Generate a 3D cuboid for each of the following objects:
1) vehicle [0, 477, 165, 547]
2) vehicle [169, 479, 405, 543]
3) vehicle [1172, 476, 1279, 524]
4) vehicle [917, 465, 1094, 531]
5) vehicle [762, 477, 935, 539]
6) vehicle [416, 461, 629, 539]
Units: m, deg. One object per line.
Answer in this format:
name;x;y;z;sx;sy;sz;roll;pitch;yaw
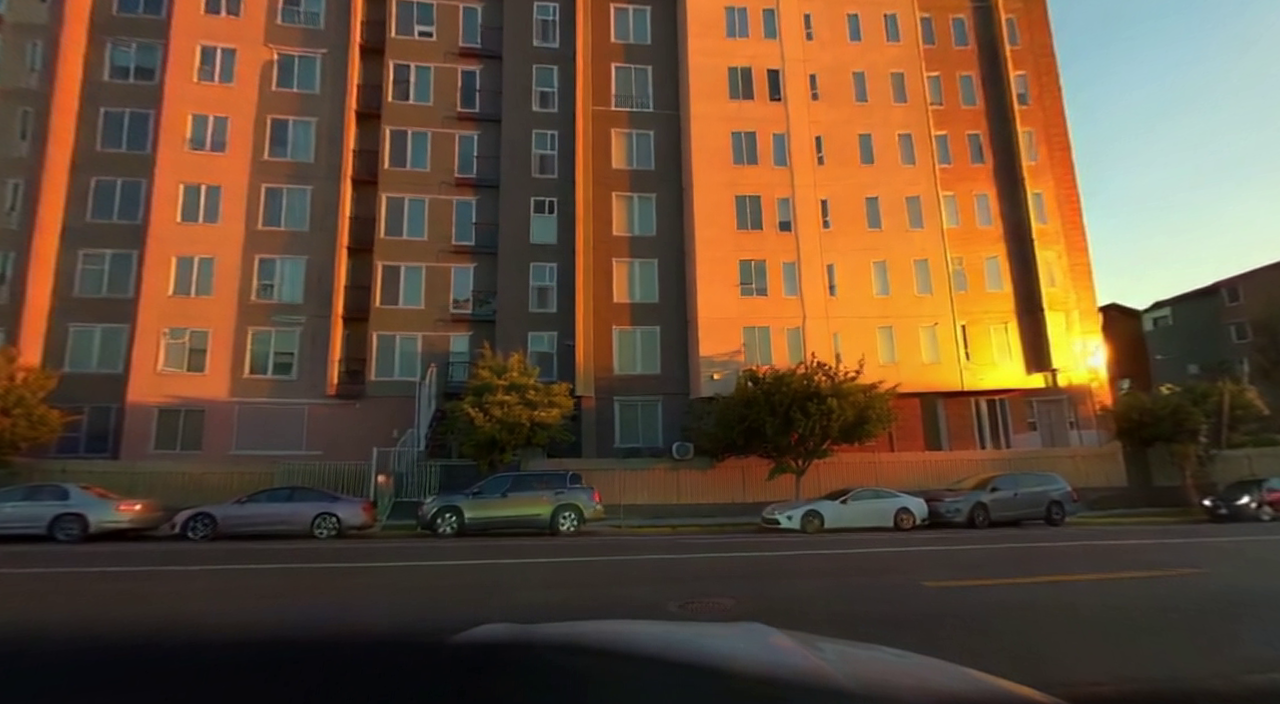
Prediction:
vehicle;-14.367;3.773;15.097;4.336;1.438;1.776;2;-9;-12
vehicle;-8.758;4.027;16.150;4.851;1.339;1.785;1;-14;-11
vehicle;21.082;4.966;21.318;4.728;1.494;1.898;1;-13;-8
vehicle;11.543;4.573;20.102;4.544;1.780;1.966;1;-9;-10
vehicle;6.127;4.559;18.762;4.521;1.411;1.726;-1;-10;-13
vehicle;-3.130;3.958;17.160;5.299;1.860;2.098;2;-13;-14
